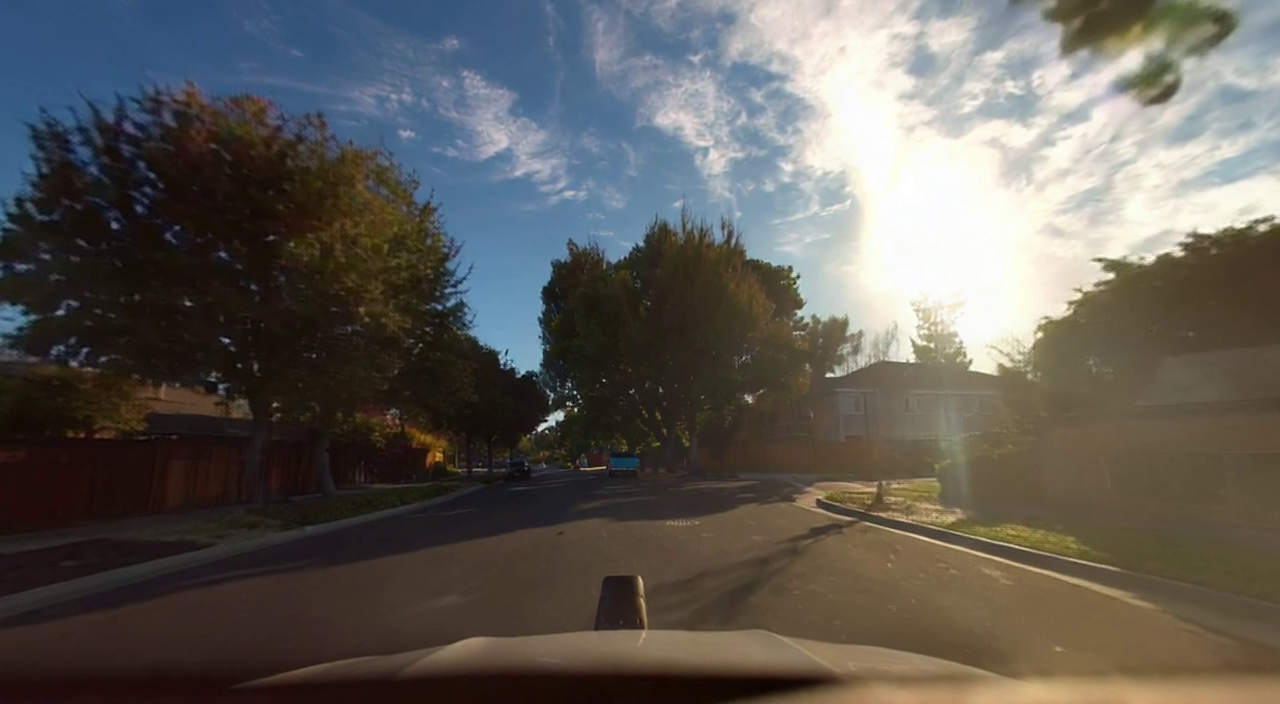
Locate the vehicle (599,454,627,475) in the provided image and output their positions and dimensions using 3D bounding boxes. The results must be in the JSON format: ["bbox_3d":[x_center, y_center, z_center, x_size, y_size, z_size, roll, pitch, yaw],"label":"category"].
[{"bbox_3d":[-2.127,8.604,48.326,2.064,1.477,3.968,1,-9,-4],"label":"vehicle"}]
